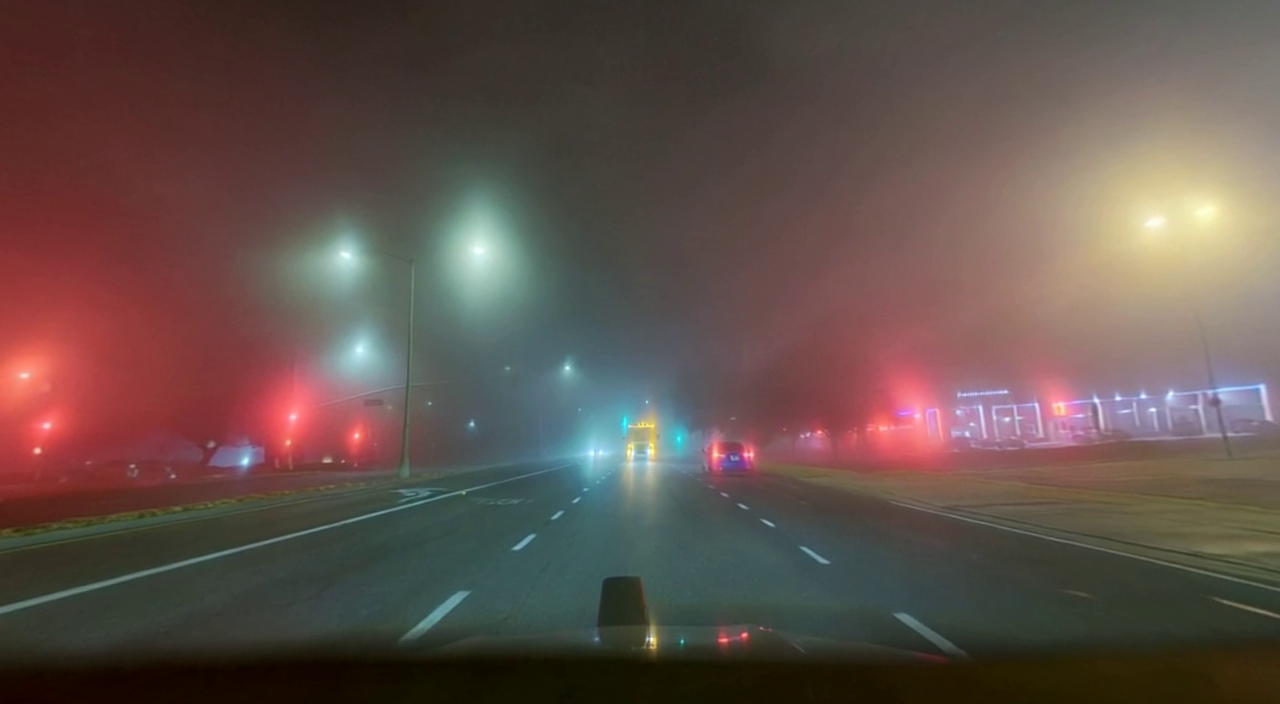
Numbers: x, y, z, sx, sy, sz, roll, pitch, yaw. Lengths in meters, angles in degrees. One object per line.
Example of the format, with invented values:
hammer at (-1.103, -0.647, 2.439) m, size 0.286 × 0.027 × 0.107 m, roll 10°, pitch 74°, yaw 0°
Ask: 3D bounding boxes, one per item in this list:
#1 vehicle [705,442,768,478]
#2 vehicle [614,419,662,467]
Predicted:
vehicle at (4.182, 4.745, 28.055) m, size 2.005 × 1.442 × 4.675 m, roll 0°, pitch -8°, yaw -1°
vehicle at (-0.133, 5.888, 40.852) m, size 2.833 × 2.879 × 6.572 m, roll 0°, pitch -8°, yaw 0°
